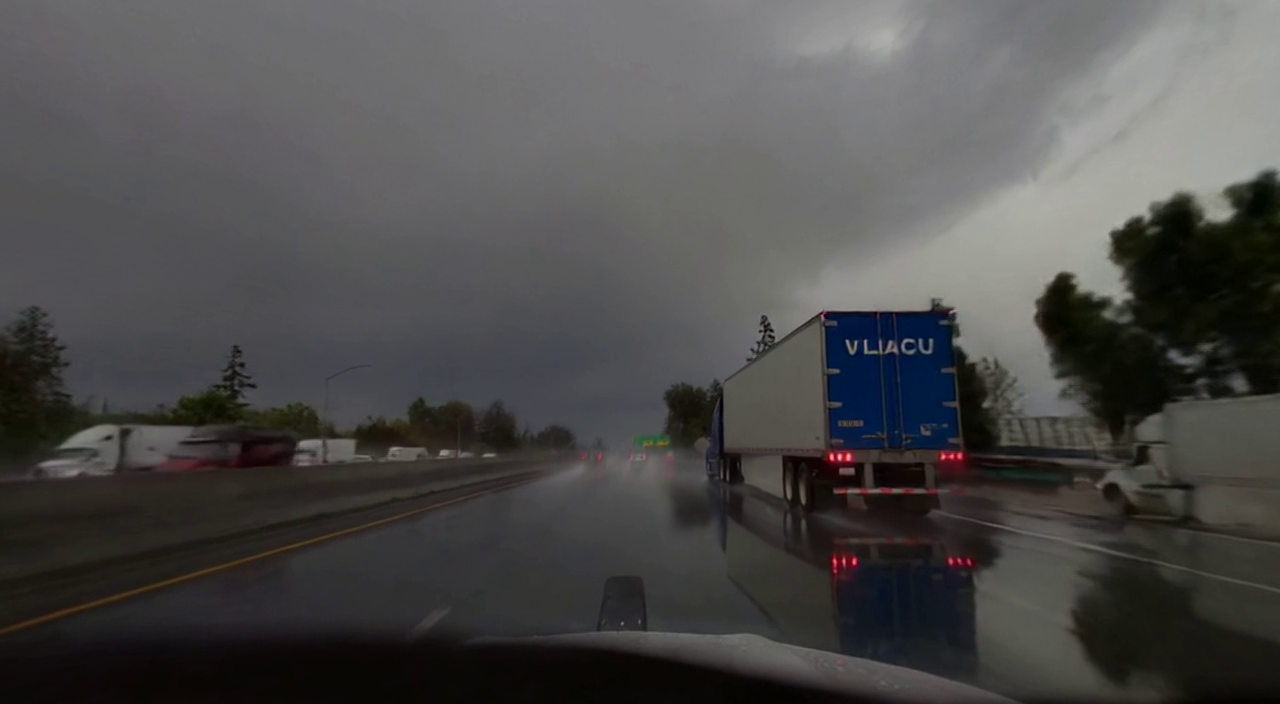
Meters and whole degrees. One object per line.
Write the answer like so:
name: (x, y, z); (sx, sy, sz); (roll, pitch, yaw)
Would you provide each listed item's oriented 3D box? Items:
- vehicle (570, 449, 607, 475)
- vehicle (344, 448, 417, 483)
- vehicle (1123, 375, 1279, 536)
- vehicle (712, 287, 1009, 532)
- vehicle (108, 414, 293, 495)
vehicle: (-3.377, 7.308, 42.261); (2.107, 1.626, 4.804); (0, -9, 0)
vehicle: (-11.376, 4.987, 27.835); (1.703, 1.402, 3.514); (0, -9, 0)
vehicle: (17.880, 2.286, 13.806); (2.856, 4.064, 14.685); (0, -9, 0)
vehicle: (4.409, 2.000, 17.548); (2.847, 4.075, 14.244); (0, -9, -1)
vehicle: (-15.828, 3.759, 23.306); (2.519, 2.602, 5.775); (0, -9, 1)
